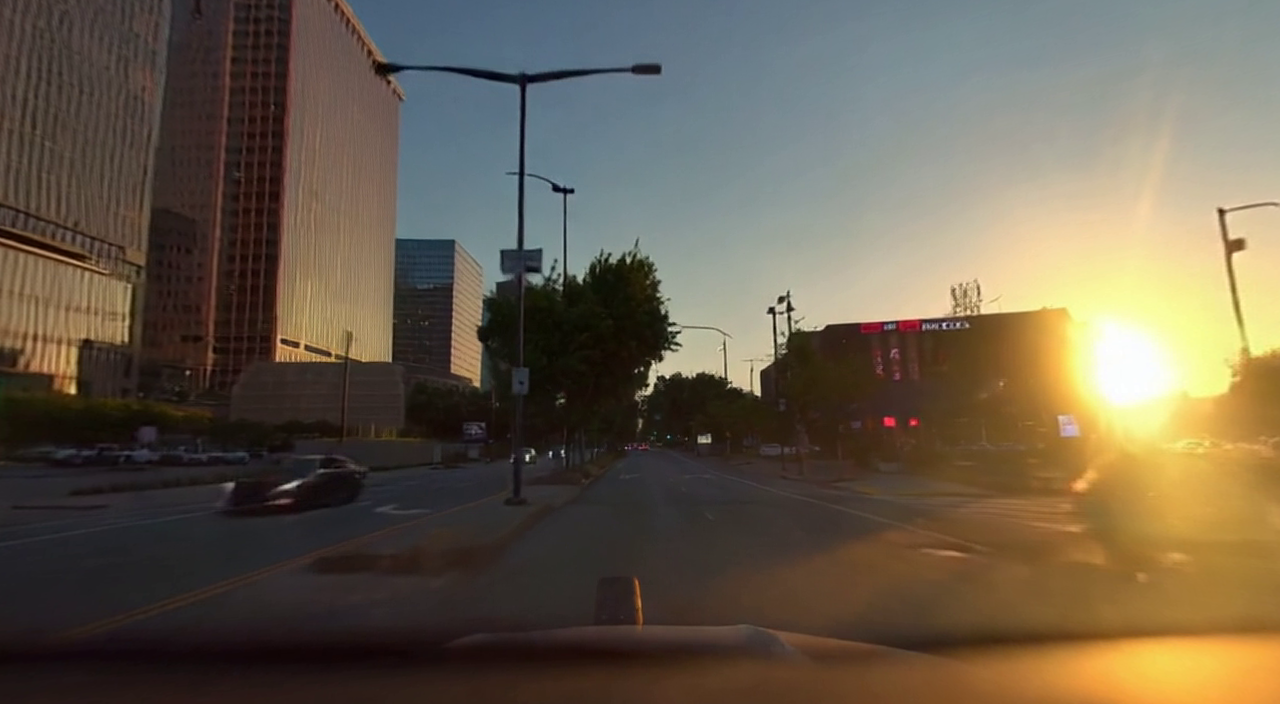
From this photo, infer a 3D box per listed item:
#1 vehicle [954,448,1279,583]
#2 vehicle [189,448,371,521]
[{"bbox_3d":[6.900,2.120,9.092,2.675,1.452,4.213,-1,-9,2],"label":"vehicle"},{"bbox_3d":[-8.651,3.171,15.751,1.905,1.533,4.419,-1,-9,0],"label":"vehicle"}]
